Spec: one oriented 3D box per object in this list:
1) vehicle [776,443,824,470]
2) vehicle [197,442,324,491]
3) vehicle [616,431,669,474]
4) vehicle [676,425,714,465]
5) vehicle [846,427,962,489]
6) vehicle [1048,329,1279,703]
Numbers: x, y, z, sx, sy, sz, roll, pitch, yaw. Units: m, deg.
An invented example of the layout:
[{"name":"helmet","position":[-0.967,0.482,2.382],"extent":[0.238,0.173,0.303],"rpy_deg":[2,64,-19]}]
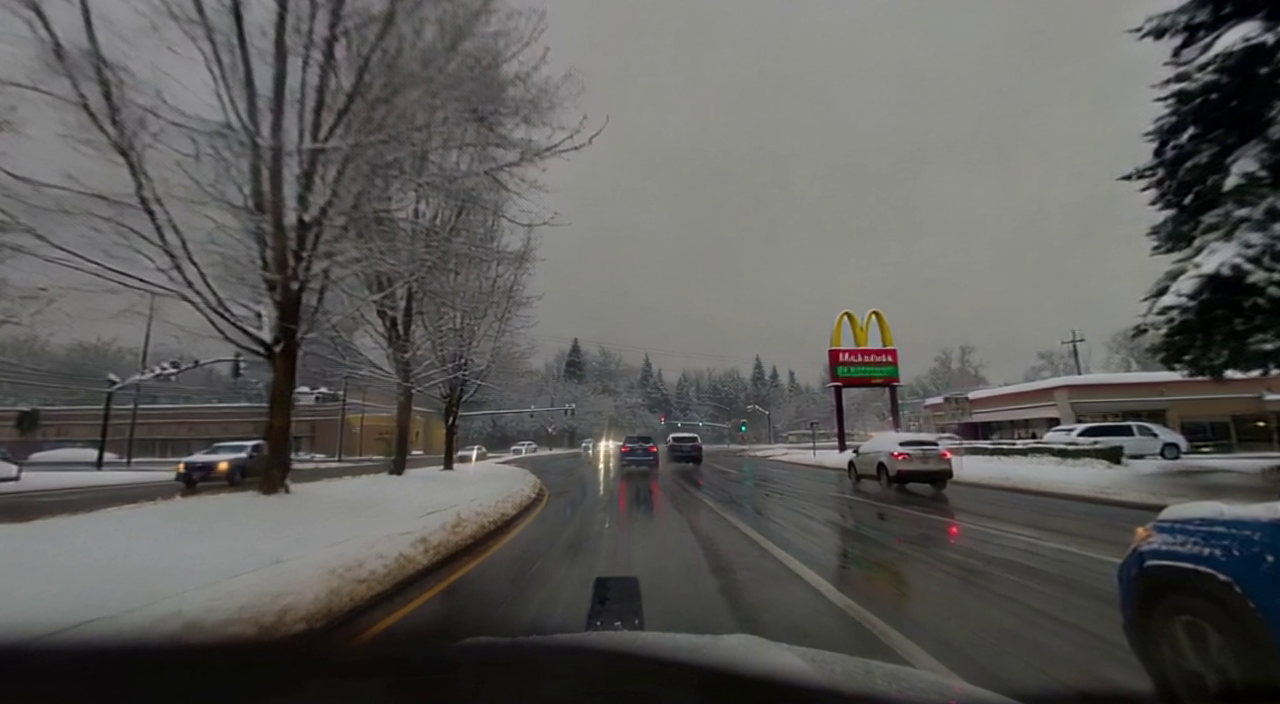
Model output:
[{"name":"vehicle","position":[9.345,6.106,37.127],"extent":[1.879,1.517,4.006],"rpy_deg":[0,-8,2]},{"name":"vehicle","position":[-14.443,4.370,24.405],"extent":[2.136,1.676,4.371],"rpy_deg":[-1,-9,0]},{"name":"vehicle","position":[0.063,4.920,31.112],"extent":[2.402,1.938,4.535],"rpy_deg":[0,-8,-1]},{"name":"vehicle","position":[3.774,6.528,44.371],"extent":[2.239,2.586,4.586],"rpy_deg":[0,-8,0]},{"name":"vehicle","position":[8.378,3.410,20.535],"extent":[1.977,1.786,4.344],"rpy_deg":[0,-8,2]},{"name":"vehicle","position":[3.481,0.636,1.477],"extent":[2.076,1.716,4.416],"rpy_deg":[0,-8,0]}]
